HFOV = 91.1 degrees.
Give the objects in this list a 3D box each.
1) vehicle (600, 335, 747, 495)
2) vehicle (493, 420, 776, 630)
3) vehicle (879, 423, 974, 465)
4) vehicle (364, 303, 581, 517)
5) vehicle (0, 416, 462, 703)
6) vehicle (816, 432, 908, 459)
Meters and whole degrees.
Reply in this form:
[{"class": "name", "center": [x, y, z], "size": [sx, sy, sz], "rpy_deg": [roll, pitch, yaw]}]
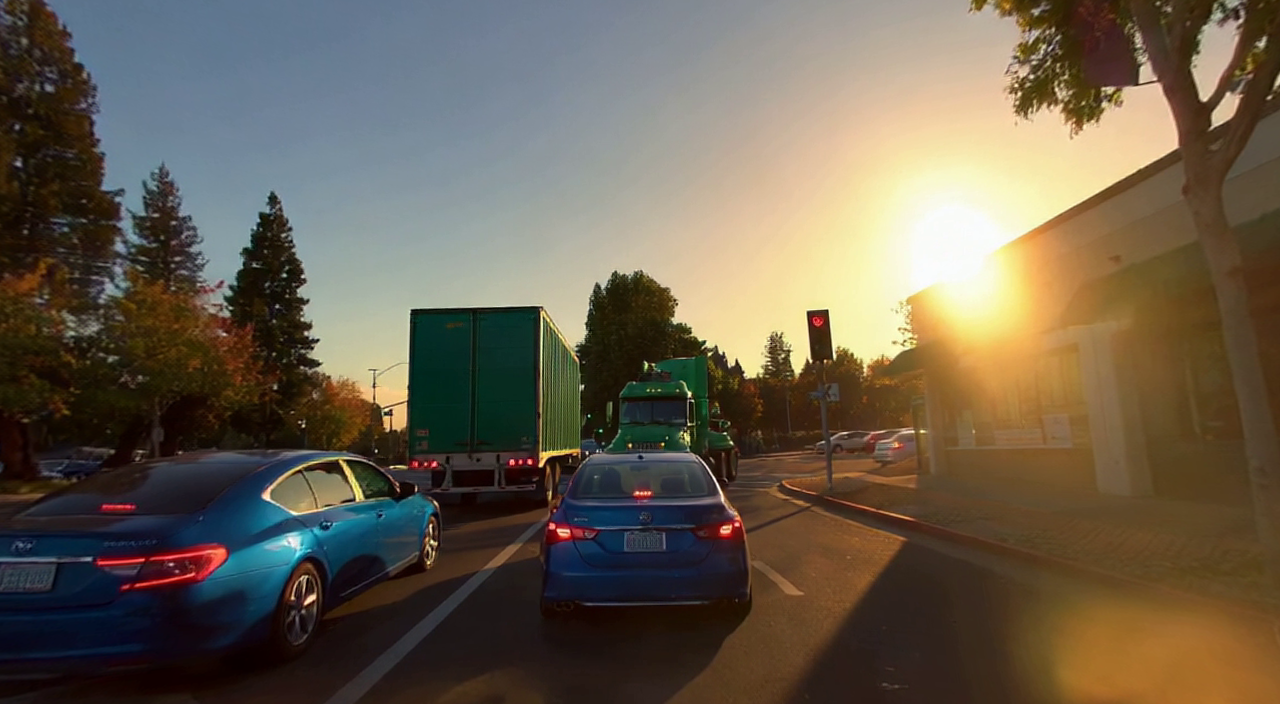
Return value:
[{"class": "vehicle", "center": [0.540, 1.598, 16.516], "size": [2.803, 3.066, 8.341], "rpy_deg": [-1, -5, -2]}, {"class": "vehicle", "center": [-0.104, 1.571, 6.719], "size": [2.067, 1.506, 4.118], "rpy_deg": [0, -8, -2]}, {"class": "vehicle", "center": [12.866, 4.260, 28.563], "size": [1.969, 1.713, 4.681], "rpy_deg": [-1, -10, -1]}, {"class": "vehicle", "center": [-3.266, 1.509, 14.694], "size": [3.020, 3.800, 7.105], "rpy_deg": [0, -8, 0]}, {"class": "vehicle", "center": [-3.094, 1.368, 5.175], "size": [1.969, 1.471, 4.378], "rpy_deg": [0, -8, 0]}, {"class": "vehicle", "center": [12.571, 5.353, 35.809], "size": [4.574, 1.478, 1.880], "rpy_deg": [-1, -8, 4]}]
